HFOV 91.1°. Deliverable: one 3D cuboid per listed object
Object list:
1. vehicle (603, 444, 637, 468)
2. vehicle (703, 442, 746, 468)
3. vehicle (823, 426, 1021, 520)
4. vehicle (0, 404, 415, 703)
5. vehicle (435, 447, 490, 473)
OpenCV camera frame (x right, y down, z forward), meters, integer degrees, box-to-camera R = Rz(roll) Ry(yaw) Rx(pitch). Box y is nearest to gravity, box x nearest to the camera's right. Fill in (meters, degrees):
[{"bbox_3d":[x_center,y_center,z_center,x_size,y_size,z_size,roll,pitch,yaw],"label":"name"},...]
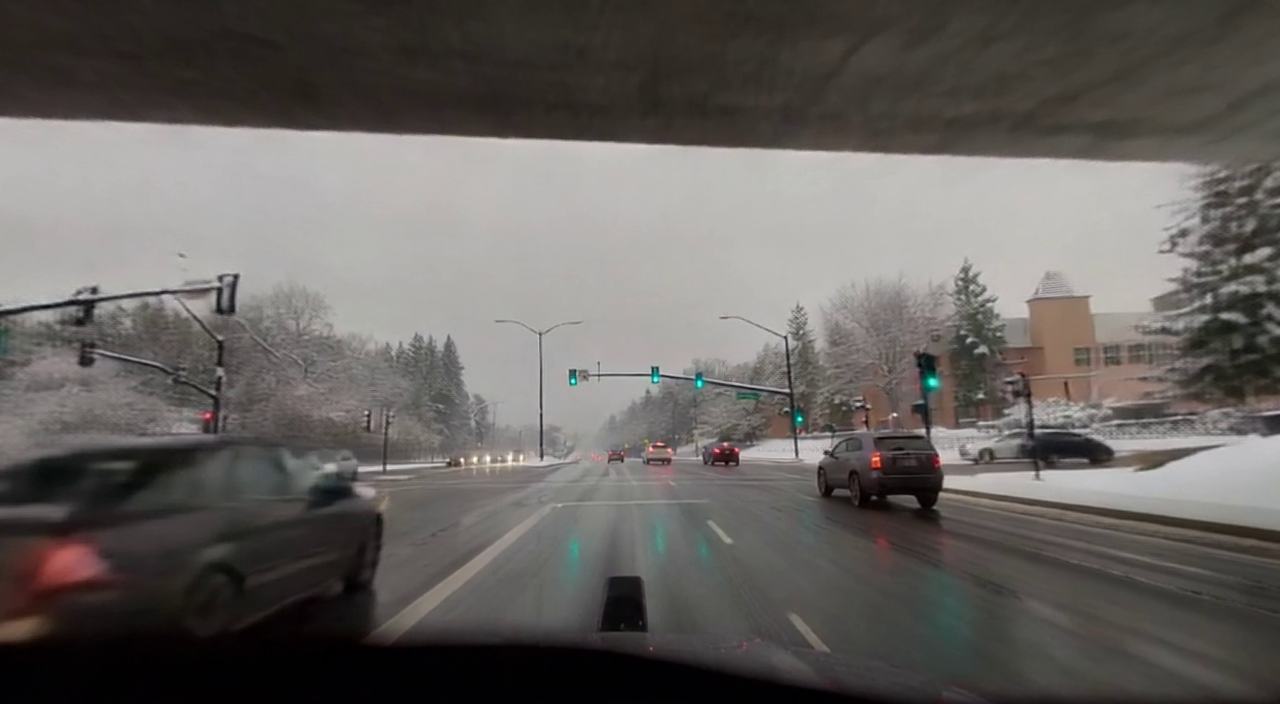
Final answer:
[{"bbox_3d":[-1.269,6.542,39.754,2.026,1.453,3.780,0,-8,-2],"label":"vehicle"},{"bbox_3d":[5.205,6.376,39.095,1.924,1.527,4.268,0,-8,-2],"label":"vehicle"},{"bbox_3d":[5.613,2.453,13.305,2.056,1.624,4.498,0,-8,-1],"label":"vehicle"},{"bbox_3d":[-3.407,1.261,4.400,1.836,1.518,4.727,0,-8,1],"label":"vehicle"},{"bbox_3d":[-11.071,6.754,39.467,1.986,1.505,4.693,0,-8,1],"label":"vehicle"}]
